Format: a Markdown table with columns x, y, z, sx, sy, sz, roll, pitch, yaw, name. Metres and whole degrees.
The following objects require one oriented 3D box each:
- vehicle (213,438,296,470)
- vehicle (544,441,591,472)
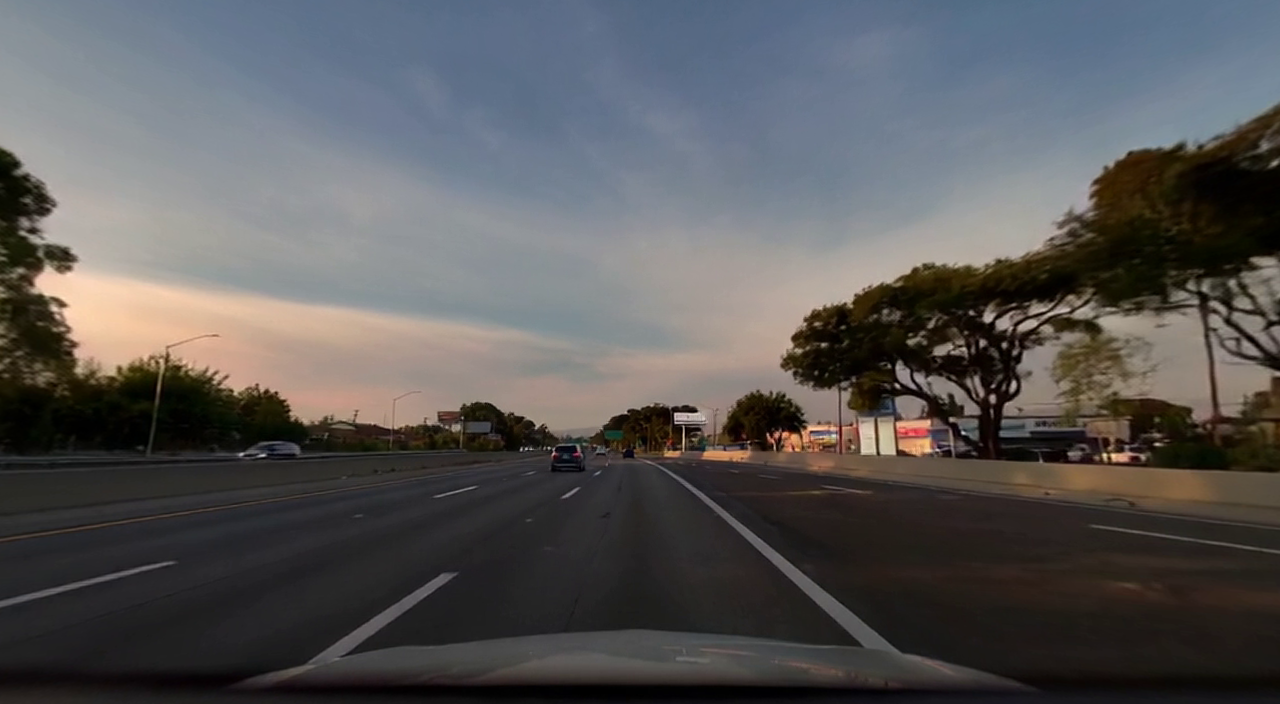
| x | y | z | sx | sy | sz | roll | pitch | yaw | name |
| --- | --- | --- | --- | --- | --- | --- | --- | --- | --- |
| -25.487 | 6.754 | 41.986 | 2.183 | 1.917 | 5.287 | 0 | -8 | -1 | vehicle |
| -4.392 | 6.403 | 38.958 | 2.236 | 1.736 | 5.585 | 0 | -8 | 0 | vehicle |
